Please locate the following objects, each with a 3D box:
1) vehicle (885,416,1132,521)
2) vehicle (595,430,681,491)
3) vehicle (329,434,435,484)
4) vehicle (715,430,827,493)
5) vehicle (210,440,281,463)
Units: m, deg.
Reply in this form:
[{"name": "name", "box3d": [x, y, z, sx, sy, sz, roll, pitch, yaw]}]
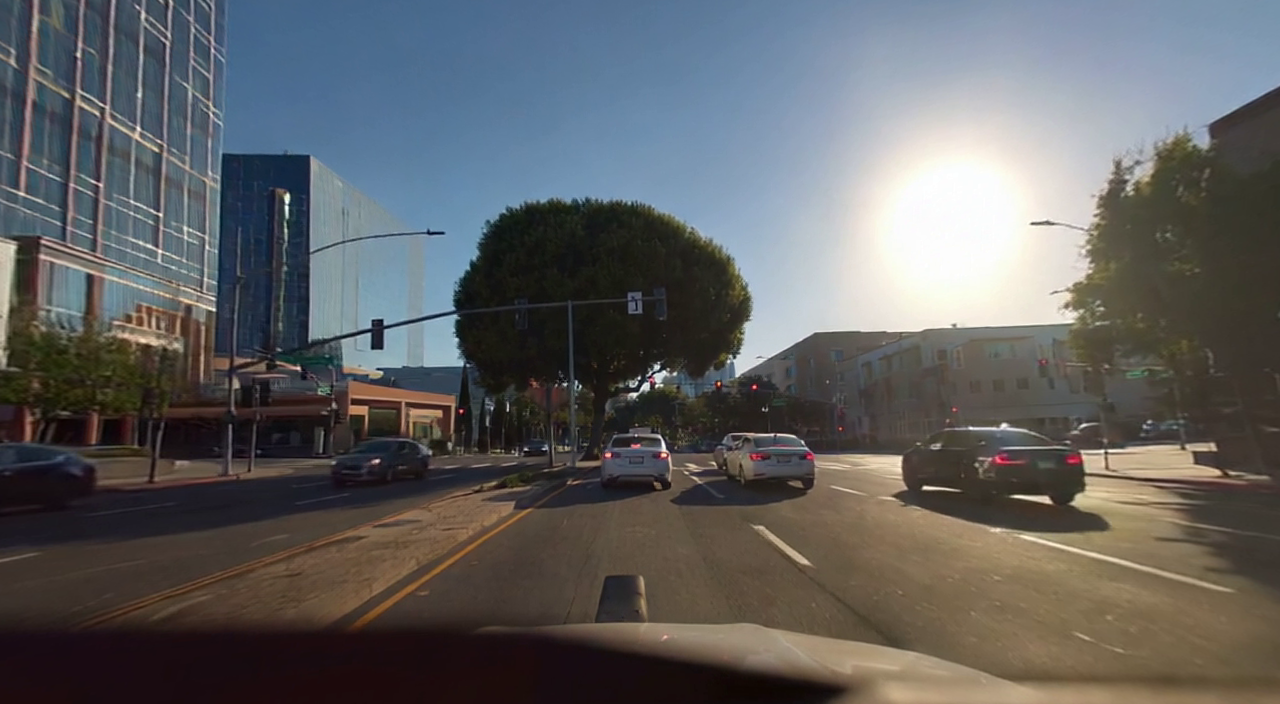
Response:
[{"name": "vehicle", "box3d": [7.183, 2.328, 13.131, 2.177, 1.774, 4.743, 0, -8, -1]}, {"name": "vehicle", "box3d": [-0.092, 2.947, 17.444, 2.087, 1.468, 4.014, 0, -8, -1]}, {"name": "vehicle", "box3d": [-8.635, 3.599, 21.540, 1.965, 1.530, 3.883, 0, -8, 0]}, {"name": "vehicle", "box3d": [3.430, 2.974, 17.481, 2.018, 1.491, 4.544, 0, -8, -1]}, {"name": "vehicle", "box3d": [-27.144, 6.861, 43.566, 3.657, 1.528, 1.783, 1, -8, -4]}]
